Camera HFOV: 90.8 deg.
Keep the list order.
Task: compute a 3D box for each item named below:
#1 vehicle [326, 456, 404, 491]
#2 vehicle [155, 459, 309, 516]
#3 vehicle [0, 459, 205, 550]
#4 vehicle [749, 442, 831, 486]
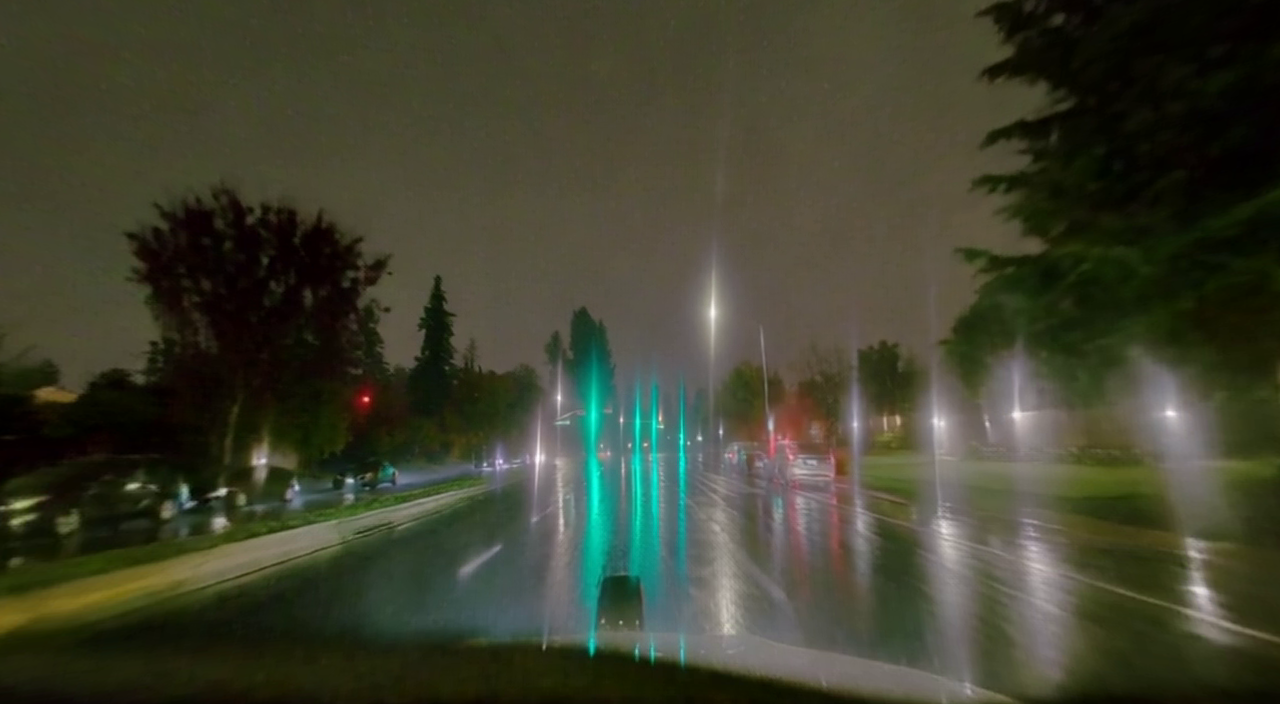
[{"bbox_3d":[-12.863,5.676,29.831,1.812,1.454,4.351,0,-8,-2],"label":"vehicle"},{"bbox_3d":[-12.794,4.248,20.268,1.817,1.485,4.687,0,-8,0],"label":"vehicle"},{"bbox_3d":[-12.732,3.367,14.644,2.078,1.618,4.650,0,-8,-2],"label":"vehicle"},{"bbox_3d":[5.550,4.170,23.920,1.875,1.466,4.355,0,-8,-2],"label":"vehicle"}]
